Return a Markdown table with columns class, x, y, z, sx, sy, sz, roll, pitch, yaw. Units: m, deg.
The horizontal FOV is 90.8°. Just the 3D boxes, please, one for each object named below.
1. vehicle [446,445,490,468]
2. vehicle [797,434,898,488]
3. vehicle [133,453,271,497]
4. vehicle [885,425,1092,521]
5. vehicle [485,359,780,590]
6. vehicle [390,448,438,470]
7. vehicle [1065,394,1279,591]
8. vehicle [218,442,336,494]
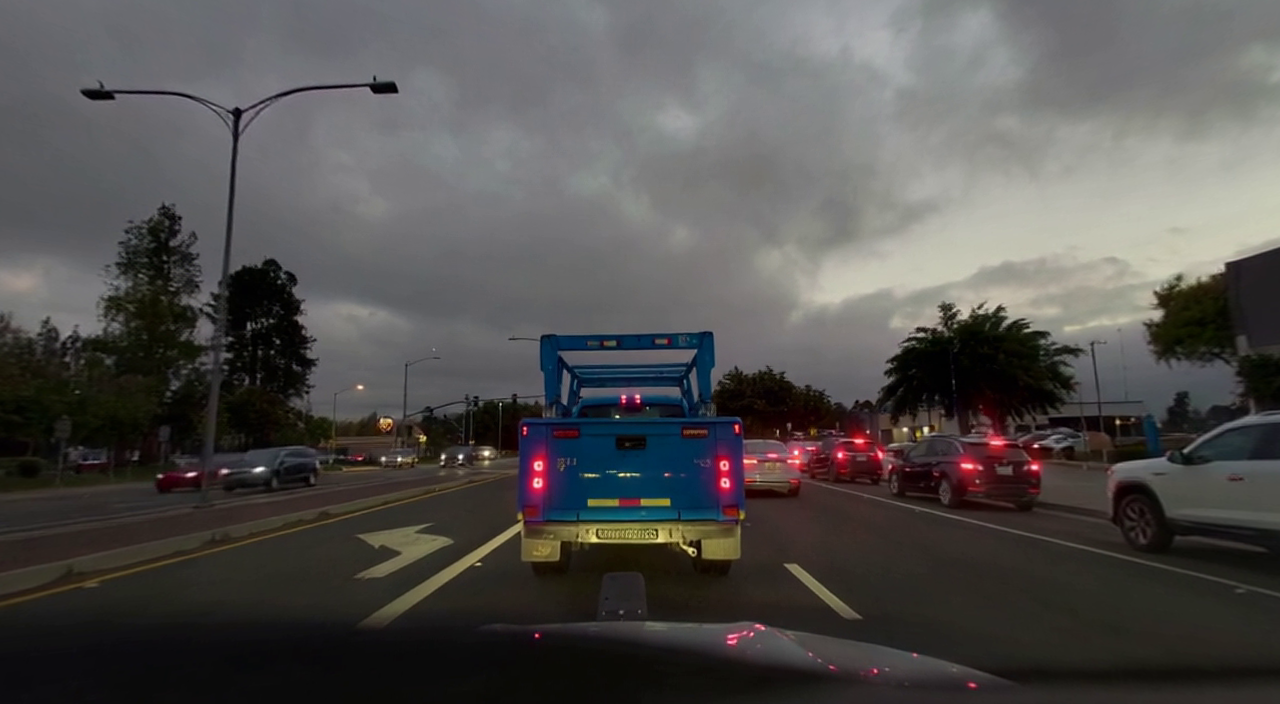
| class | x | y | z | sx | sy | sz | roll | pitch | yaw |
| --- | --- | --- | --- | --- | --- | --- | --- | --- | --- |
| vehicle | -12.635 | 7.668 | 46.692 | 1.928 | 1.591 | 4.509 | 0 | -9 | 0 |
| vehicle | 7.073 | 3.760 | 22.102 | 1.953 | 1.665 | 4.327 | 0 | -9 | -2 |
| vehicle | -15.604 | 4.375 | 22.846 | 1.854 | 1.364 | 4.357 | 0 | -9 | 0 |
| vehicle | 7.068 | 2.479 | 13.469 | 1.931 | 1.692 | 4.267 | 0 | -9 | 0 |
| vehicle | -0.109 | 1.536 | 8.713 | 2.682 | 2.117 | 5.706 | 0 | -9 | -1 |
| vehicle | -16.090 | 7.620 | 45.256 | 1.805 | 1.466 | 4.341 | 0 | -9 | 0 |
| vehicle | 6.826 | 1.357 | 6.273 | 2.023 | 1.771 | 4.488 | 0 | -9 | 0 |
| vehicle | -12.022 | 3.839 | 21.249 | 1.781 | 1.558 | 3.688 | 0 | -9 | -1 |
